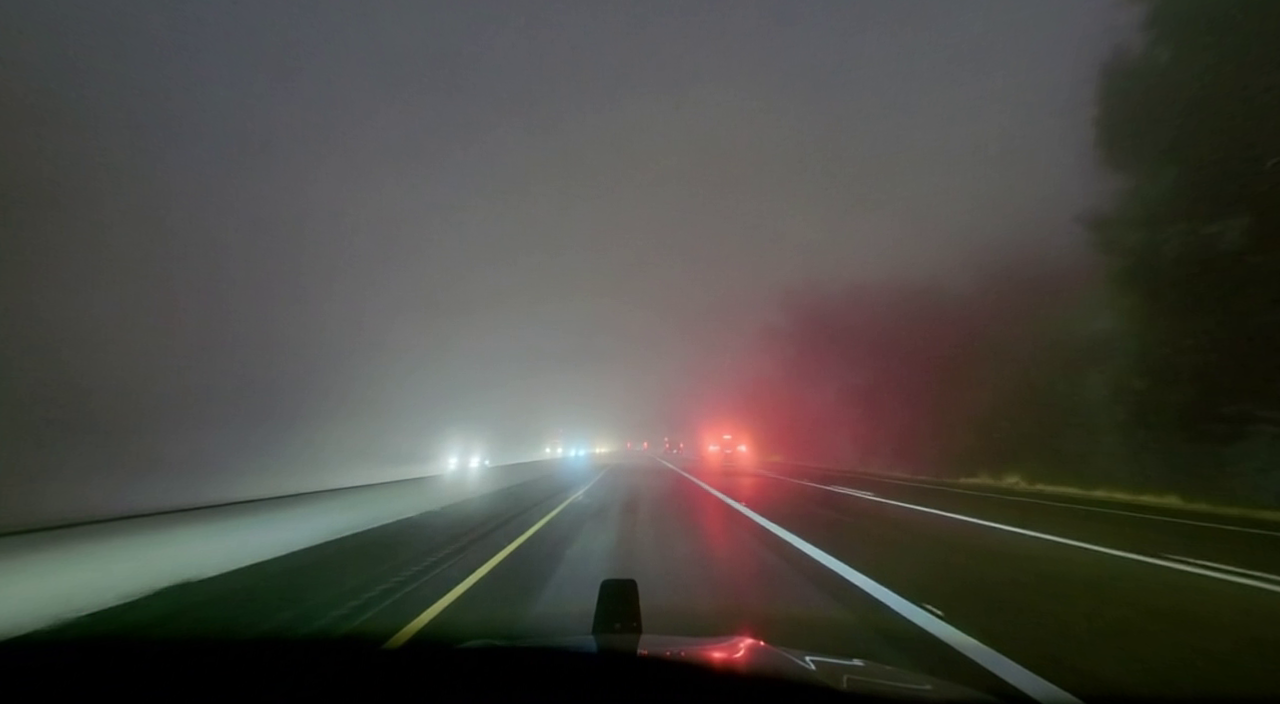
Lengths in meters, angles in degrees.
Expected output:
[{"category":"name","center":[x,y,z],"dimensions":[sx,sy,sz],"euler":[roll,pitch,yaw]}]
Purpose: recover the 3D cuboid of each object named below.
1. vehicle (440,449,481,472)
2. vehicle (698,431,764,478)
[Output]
[{"category":"vehicle","center":[-13.004,7.871,45.661],"dimensions":[1.817,1.546,3.767],"euler":[0,-9,0]},{"category":"vehicle","center":[3.988,4.619,28.471],"dimensions":[2.177,1.914,5.245],"euler":[0,-9,0]}]
